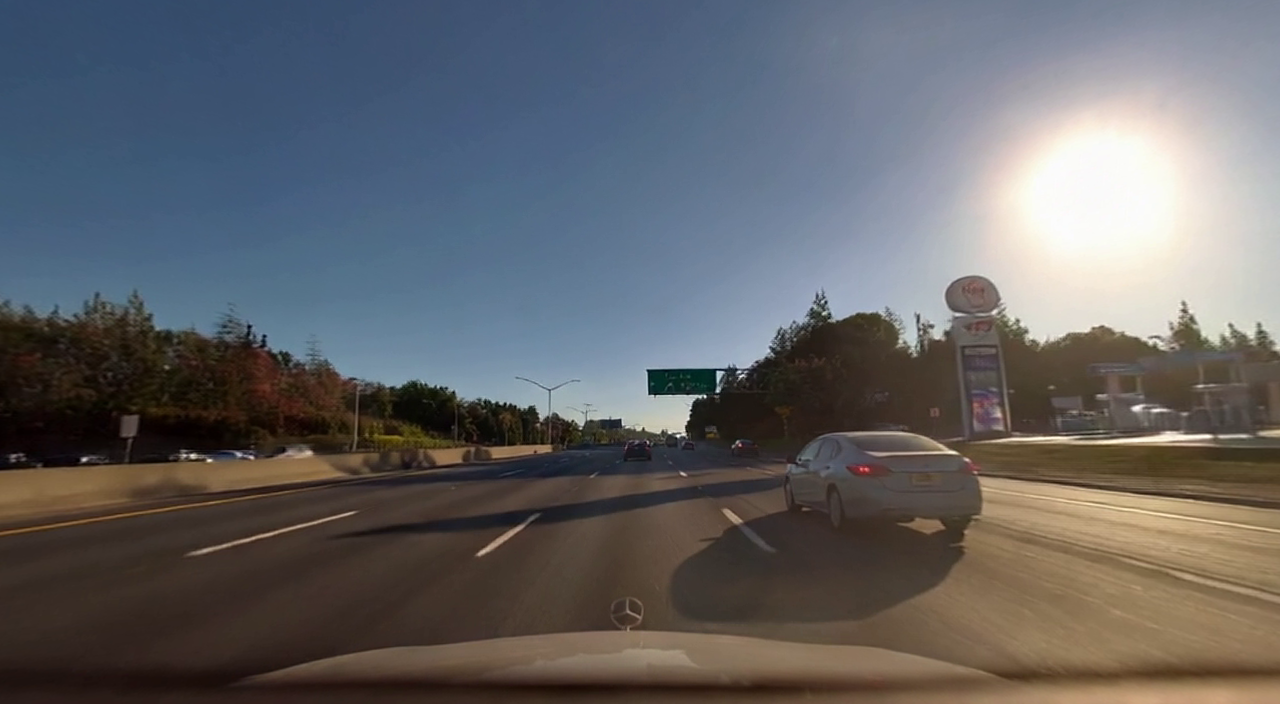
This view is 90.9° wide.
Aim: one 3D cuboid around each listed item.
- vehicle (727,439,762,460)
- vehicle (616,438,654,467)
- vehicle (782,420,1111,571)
[{"bbox_3d":[7.751,7.273,47.161,1.867,1.463,4.295,0,-8,-1],"label":"vehicle"},{"bbox_3d":[-0.269,5.645,35.652,1.999,1.473,4.351,0,-8,0],"label":"vehicle"},{"bbox_3d":[3.602,1.774,8.702,2.172,1.490,4.668,0,-8,0],"label":"vehicle"}]
